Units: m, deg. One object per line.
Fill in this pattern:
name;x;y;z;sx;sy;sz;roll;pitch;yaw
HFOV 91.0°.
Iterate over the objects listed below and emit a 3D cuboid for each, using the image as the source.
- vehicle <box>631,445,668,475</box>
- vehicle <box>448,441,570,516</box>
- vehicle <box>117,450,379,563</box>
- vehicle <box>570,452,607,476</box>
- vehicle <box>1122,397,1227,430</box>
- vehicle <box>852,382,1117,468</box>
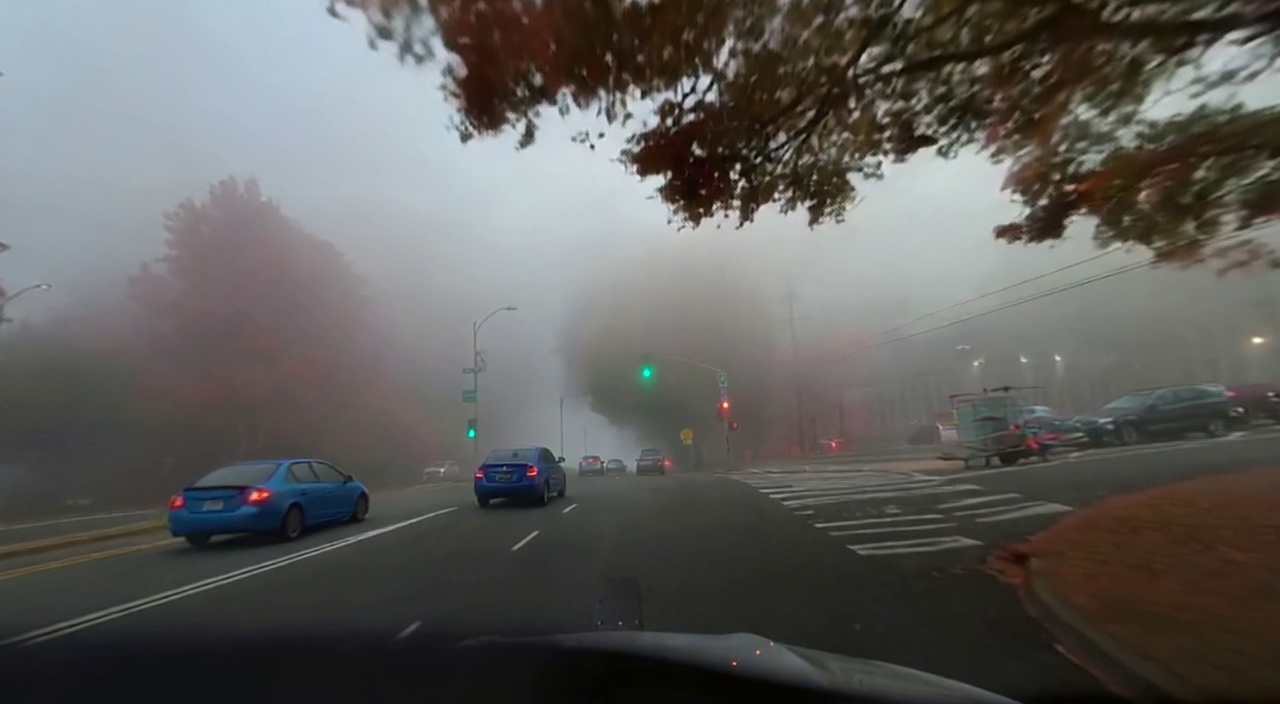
vehicle;0.520;6.544;38.485;2.144;1.704;4.028;1;-9;-1
vehicle;-3.210;3.198;16.510;2.085;1.663;4.513;0;-9;2
vehicle;-6.676;2.608;11.460;1.932;1.596;4.247;0;-9;1
vehicle;-3.475;7.652;43.310;2.068;1.482;4.490;0;-9;2
vehicle;32.775;3.843;38.764;1.936;1.662;4.334;1;-9;-26
vehicle;10.013;2.222;18.747;6.464;2.280;2.483;1;-9;-4
